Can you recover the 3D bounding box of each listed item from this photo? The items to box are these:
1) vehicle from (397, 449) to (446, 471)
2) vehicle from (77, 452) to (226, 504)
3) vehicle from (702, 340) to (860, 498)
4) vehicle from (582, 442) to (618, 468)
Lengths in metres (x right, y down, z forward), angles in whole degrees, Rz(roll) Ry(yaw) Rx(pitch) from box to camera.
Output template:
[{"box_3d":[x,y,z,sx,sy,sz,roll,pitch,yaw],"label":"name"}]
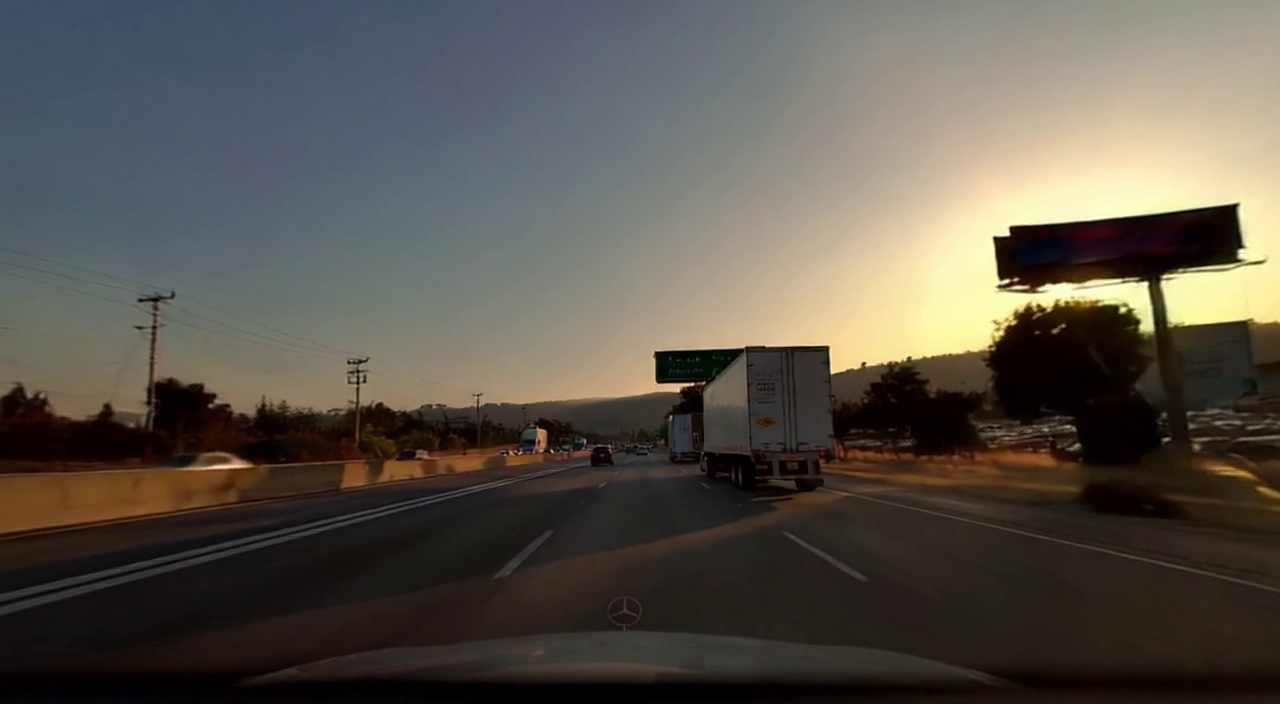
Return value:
[{"box_3d":[-15.928,7.869,46.122,2.007,1.478,4.208,0,-9,1],"label":"vehicle"},{"box_3d":[-14.964,3.836,19.589,1.662,1.445,3.601,0,-9,1],"label":"vehicle"},{"box_3d":[4.489,2.865,24.149,2.826,4.269,14.176,0,-9,0],"label":"vehicle"},{"box_3d":[-2.887,7.634,46.805,2.291,1.788,4.825,0,-9,1],"label":"vehicle"}]
